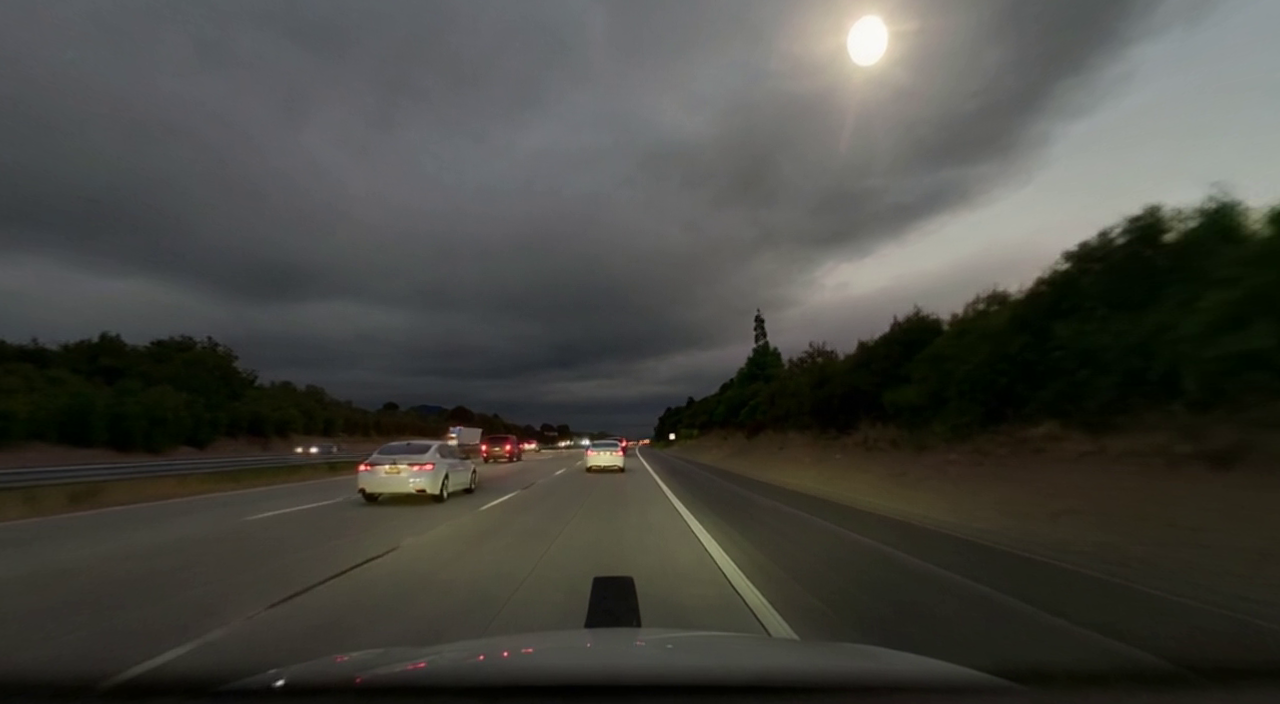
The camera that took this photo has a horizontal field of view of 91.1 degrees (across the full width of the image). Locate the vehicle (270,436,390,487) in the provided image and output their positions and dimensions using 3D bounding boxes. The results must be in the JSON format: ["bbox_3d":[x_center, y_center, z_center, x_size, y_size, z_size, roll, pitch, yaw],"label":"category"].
[{"bbox_3d":[-9.672,3.399,20.016,1.850,1.439,3.932,0,-8,-1],"label":"vehicle"}]

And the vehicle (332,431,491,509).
[{"bbox_3d":[-4.912,2.558,14.296,1.971,1.464,4.386,0,-8,0],"label":"vehicle"}]

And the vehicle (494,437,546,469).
[{"bbox_3d":[-5.816,4.918,30.915,1.835,1.432,3.835,0,-8,-1],"label":"vehicle"}]

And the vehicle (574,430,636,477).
[{"bbox_3d":[-1.310,3.857,24.293,2.178,1.658,3.916,0,-8,-2],"label":"vehicle"}]
